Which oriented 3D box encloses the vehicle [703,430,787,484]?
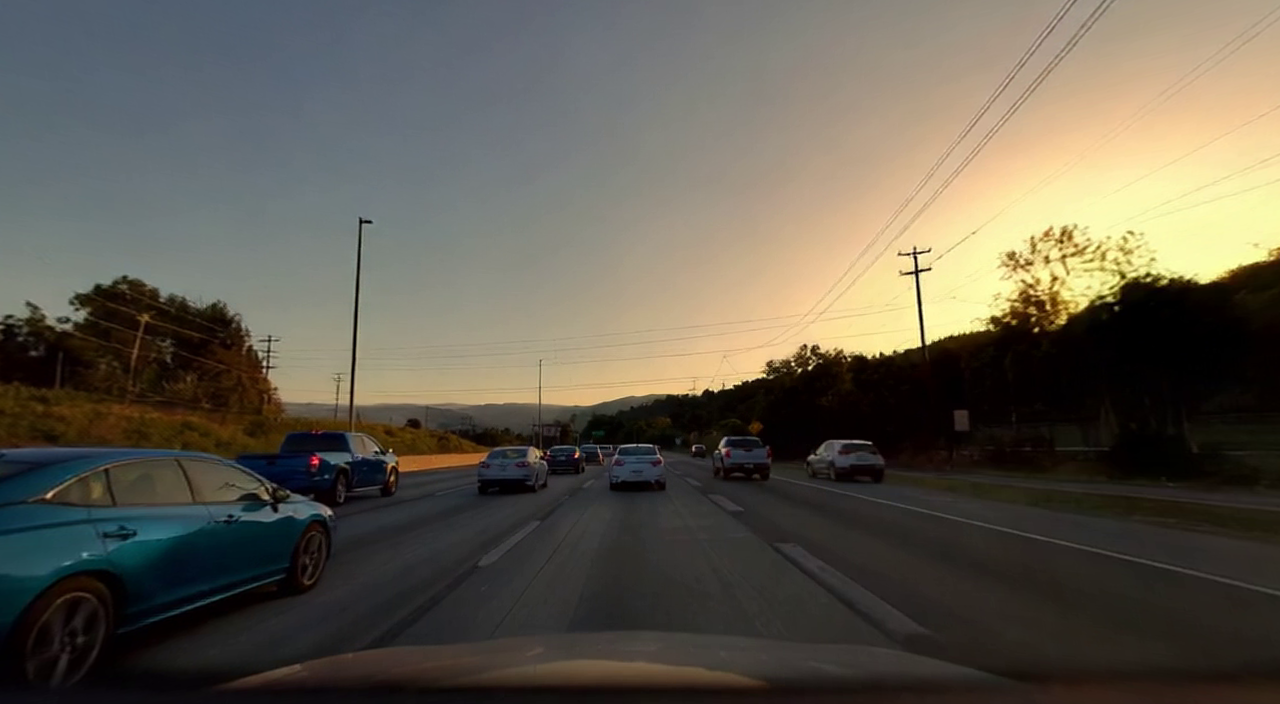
[{"bbox_3d":[3.791,3.920,23.922,2.113,1.800,5.376,0,-8,-1],"label":"vehicle"}]

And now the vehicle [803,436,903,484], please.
[{"bbox_3d":[7.872,4.018,23.903,1.969,1.608,4.865,0,-8,-1],"label":"vehicle"}]

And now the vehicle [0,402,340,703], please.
[{"bbox_3d":[-3.728,1.059,3.353,1.955,1.481,4.604,0,-8,1],"label":"vehicle"}]

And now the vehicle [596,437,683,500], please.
[{"bbox_3d":[-0.034,3.147,17.560,2.102,1.499,4.439,0,-8,-1],"label":"vehicle"}]

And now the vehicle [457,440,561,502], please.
[{"bbox_3d":[-3.365,3.122,17.050,1.899,1.437,4.131,0,-8,1],"label":"vehicle"}]
